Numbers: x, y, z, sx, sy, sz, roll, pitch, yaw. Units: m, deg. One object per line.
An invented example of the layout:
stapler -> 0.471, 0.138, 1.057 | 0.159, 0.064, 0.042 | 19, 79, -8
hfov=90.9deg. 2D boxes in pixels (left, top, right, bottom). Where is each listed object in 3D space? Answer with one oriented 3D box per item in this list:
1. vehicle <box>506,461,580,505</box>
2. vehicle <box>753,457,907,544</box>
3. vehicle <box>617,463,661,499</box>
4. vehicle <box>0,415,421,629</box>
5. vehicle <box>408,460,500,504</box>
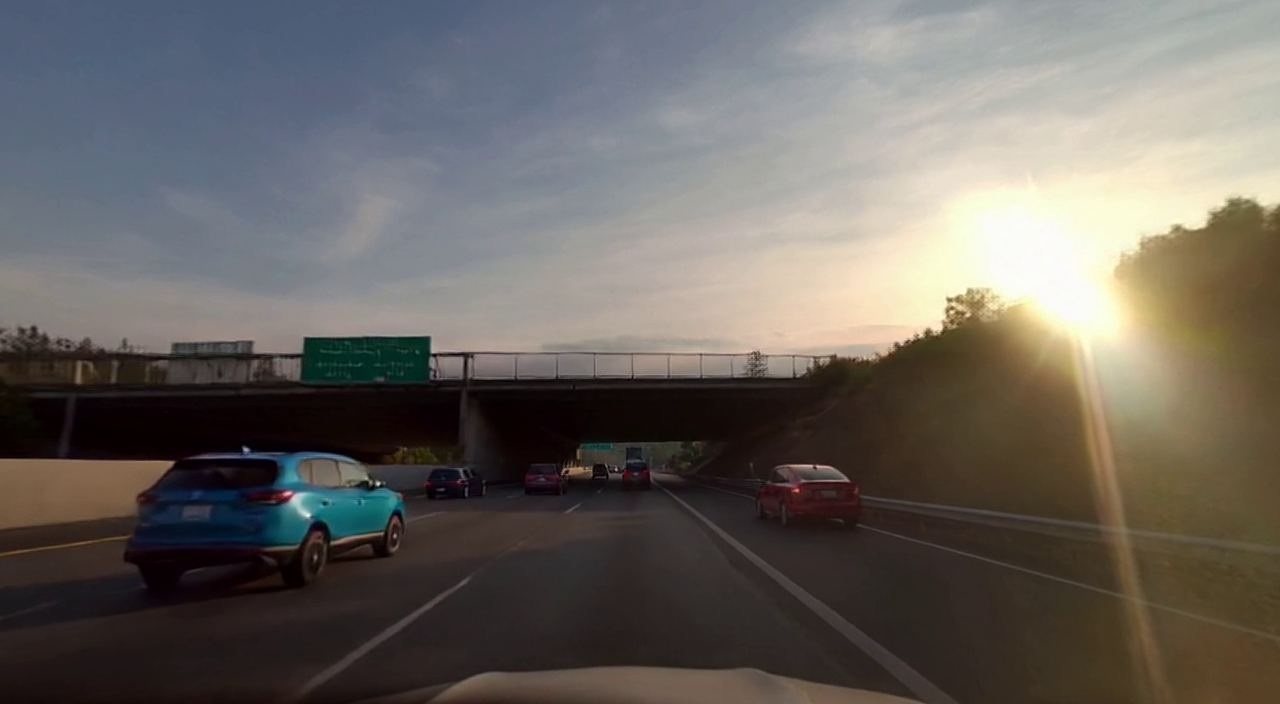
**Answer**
vehicle -> -3.677, 5.093, 24.773 | 2.102, 1.521, 4.687 | 1, -11, 1
vehicle -> 3.864, 3.118, 13.661 | 1.992, 1.557, 4.017 | 1, -11, -1
vehicle -> -0.057, 6.283, 30.948 | 1.992, 1.601, 3.762 | 1, -11, 0
vehicle -> -4.413, 1.803, 7.439 | 2.069, 1.699, 4.452 | 1, -11, -1
vehicle -> -7.250, 5.131, 25.117 | 2.142, 1.545, 4.708 | 1, -11, 1
